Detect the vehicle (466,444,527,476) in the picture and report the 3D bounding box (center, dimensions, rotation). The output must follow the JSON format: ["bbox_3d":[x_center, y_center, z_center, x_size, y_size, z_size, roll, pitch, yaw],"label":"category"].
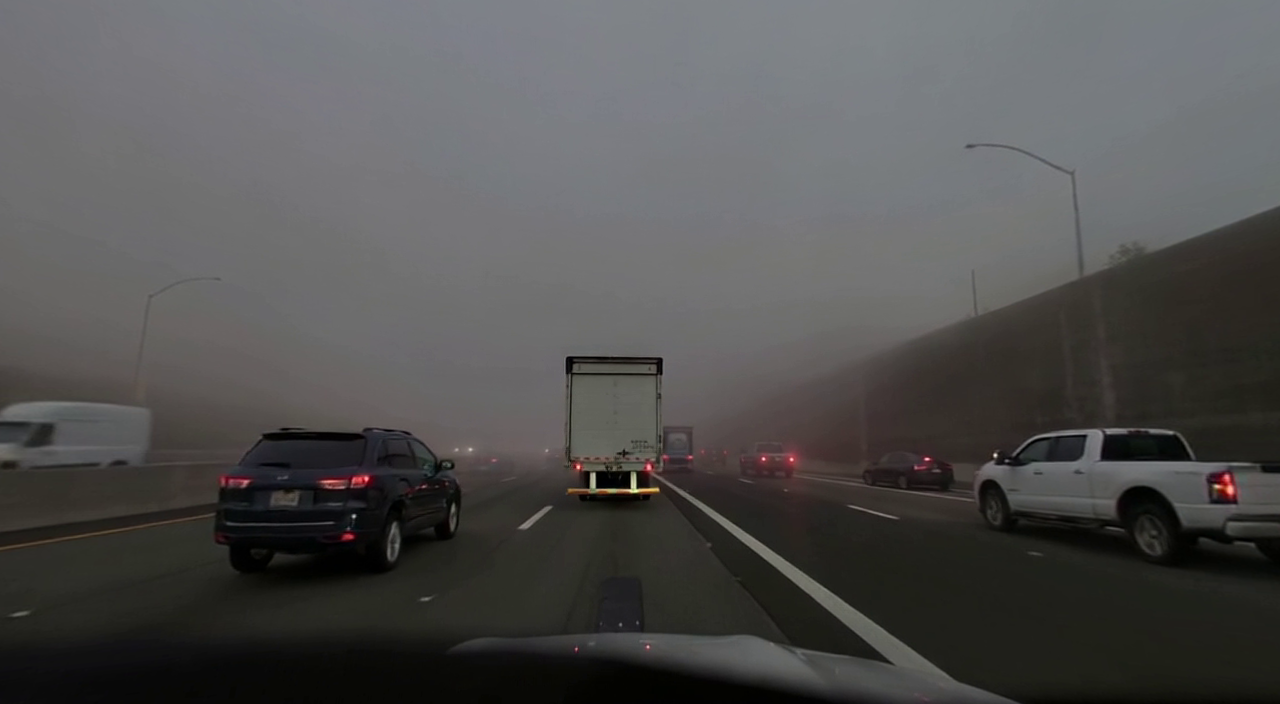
[{"bbox_3d":[-7.240,5.502,32.428,1.973,1.471,4.779,0,-9,0],"label":"vehicle"}]

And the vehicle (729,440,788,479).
[{"bbox_3d":[6.116,5.612,33.183,2.070,1.888,4.546,0,-9,-2],"label":"vehicle"}]

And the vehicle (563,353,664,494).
[{"bbox_3d":[-0.770,2.856,23.616,2.906,4.040,10.743,0,-9,0],"label":"vehicle"}]

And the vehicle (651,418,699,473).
[{"bbox_3d":[2.342,6.674,45.146,2.669,3.491,8.645,0,-9,-2],"label":"vehicle"}]

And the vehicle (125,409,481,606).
[{"bbox_3d":[-3.365,1.621,7.446,1.946,1.641,4.105,0,-9,-1],"label":"vehicle"}]

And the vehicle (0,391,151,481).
[{"bbox_3d":[-19.658,2.853,20.975,2.176,2.594,5.800,0,-9,-2],"label":"vehicle"}]

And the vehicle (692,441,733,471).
[{"bbox_3d":[5.476,7.940,48.488,2.297,2.116,5.052,0,-9,-3],"label":"vehicle"}]

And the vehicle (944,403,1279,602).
[{"bbox_3d":[6.316,1.700,8.135,2.188,1.731,5.031,0,-9,-1],"label":"vehicle"}]
